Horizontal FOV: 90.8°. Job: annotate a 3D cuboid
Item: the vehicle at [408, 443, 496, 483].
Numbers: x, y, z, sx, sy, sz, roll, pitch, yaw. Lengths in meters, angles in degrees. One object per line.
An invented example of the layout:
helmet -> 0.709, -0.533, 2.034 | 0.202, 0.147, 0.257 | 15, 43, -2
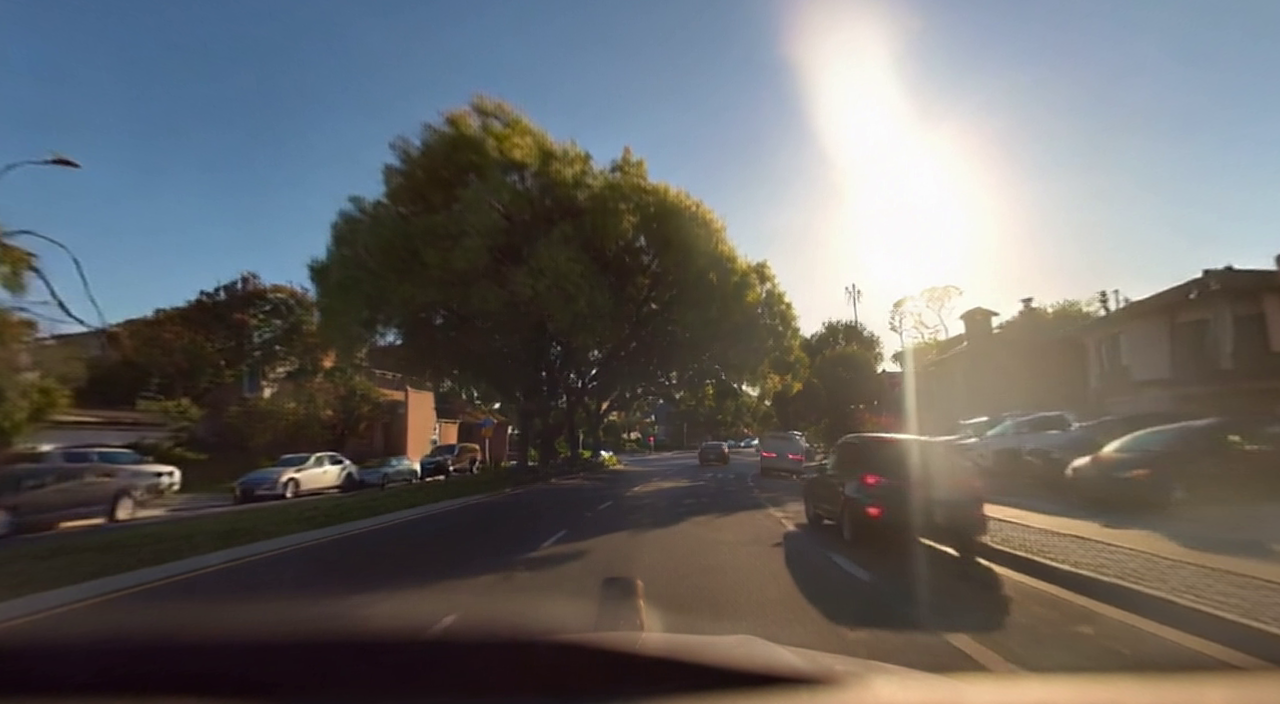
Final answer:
vehicle -> -10.126, 6.009, 34.643 | 2.051, 1.957, 5.968 | -2, -9, 10

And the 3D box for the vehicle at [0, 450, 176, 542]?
vehicle -> -13.175, 3.051, 13.898 | 1.967, 1.736, 4.730 | -1, -9, 6

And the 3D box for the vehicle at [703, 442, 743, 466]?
vehicle -> 5.449, 6.592, 41.054 | 2.035, 1.474, 4.284 | -2, -9, 15

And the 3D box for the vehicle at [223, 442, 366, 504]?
vehicle -> -12.261, 4.285, 22.883 | 2.081, 1.948, 4.821 | -1, -9, 5

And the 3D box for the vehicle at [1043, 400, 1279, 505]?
vehicle -> 11.084, 1.979, 12.578 | 4.557, 1.795, 1.986 | -5, -10, 11

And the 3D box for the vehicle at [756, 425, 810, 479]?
vehicle -> 6.798, 4.738, 30.134 | 2.326, 2.257, 4.635 | 0, -8, 13

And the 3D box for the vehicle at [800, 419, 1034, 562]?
vehicle -> 3.928, 2.024, 10.000 | 2.043, 1.692, 4.581 | -1, -9, 6

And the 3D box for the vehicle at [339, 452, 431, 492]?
vehicle -> -11.389, 5.369, 28.544 | 1.786, 1.488, 4.518 | -5, -9, 8
